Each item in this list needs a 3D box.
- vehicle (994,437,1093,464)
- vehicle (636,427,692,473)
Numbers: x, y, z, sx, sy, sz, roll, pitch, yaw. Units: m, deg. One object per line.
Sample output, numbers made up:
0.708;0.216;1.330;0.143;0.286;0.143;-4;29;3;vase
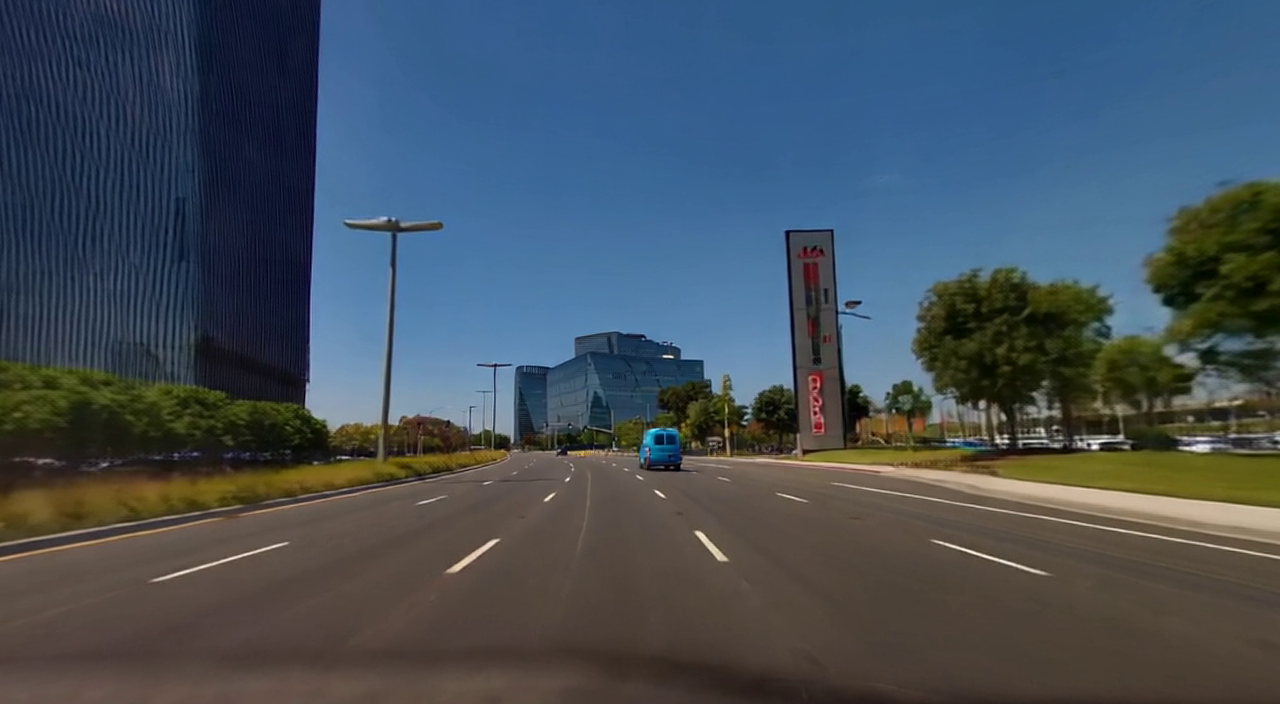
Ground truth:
23.045;5.622;36.058;4.271;1.470;1.940;-1;-8;1;vehicle
1.178;5.186;33.421;2.339;2.244;4.817;1;-8;-6;vehicle
